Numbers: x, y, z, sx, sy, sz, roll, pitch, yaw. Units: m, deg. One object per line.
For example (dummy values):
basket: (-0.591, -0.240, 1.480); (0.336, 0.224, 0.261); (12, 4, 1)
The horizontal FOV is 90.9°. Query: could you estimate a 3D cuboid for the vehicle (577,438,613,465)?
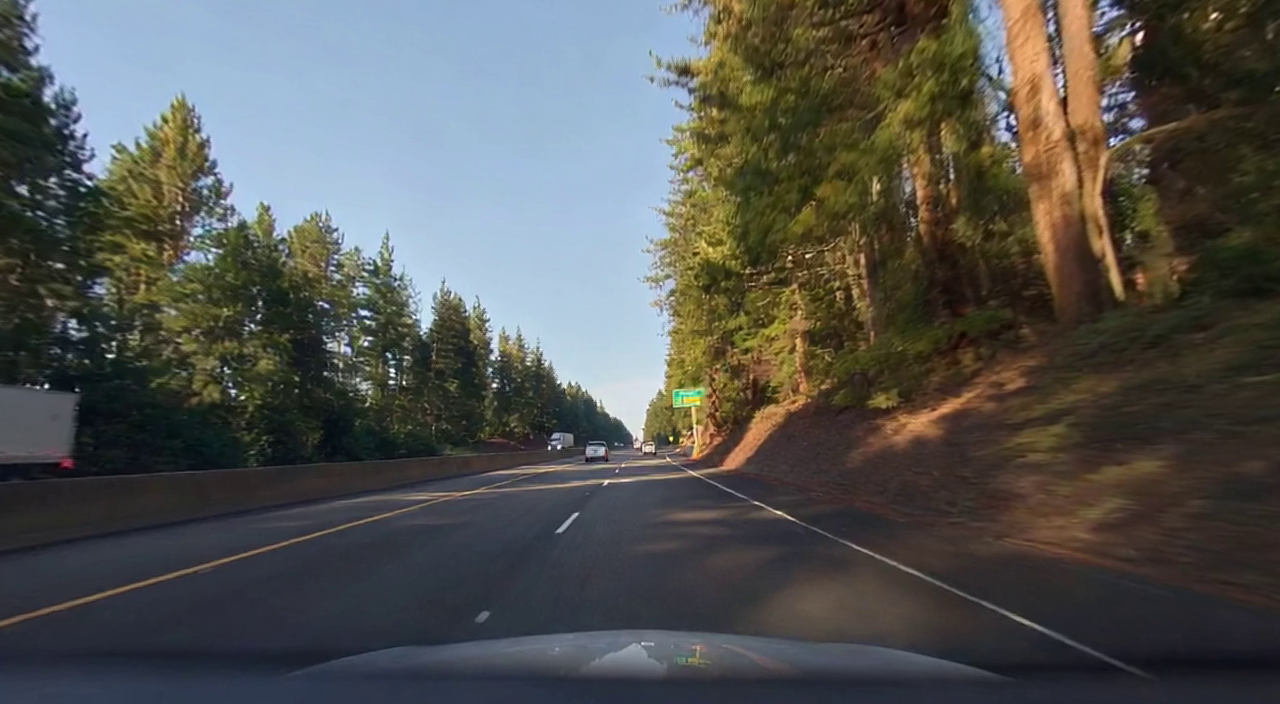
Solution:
vehicle: (-3.079, 6.954, 44.102); (2.129, 1.742, 4.217); (0, -8, 1)
